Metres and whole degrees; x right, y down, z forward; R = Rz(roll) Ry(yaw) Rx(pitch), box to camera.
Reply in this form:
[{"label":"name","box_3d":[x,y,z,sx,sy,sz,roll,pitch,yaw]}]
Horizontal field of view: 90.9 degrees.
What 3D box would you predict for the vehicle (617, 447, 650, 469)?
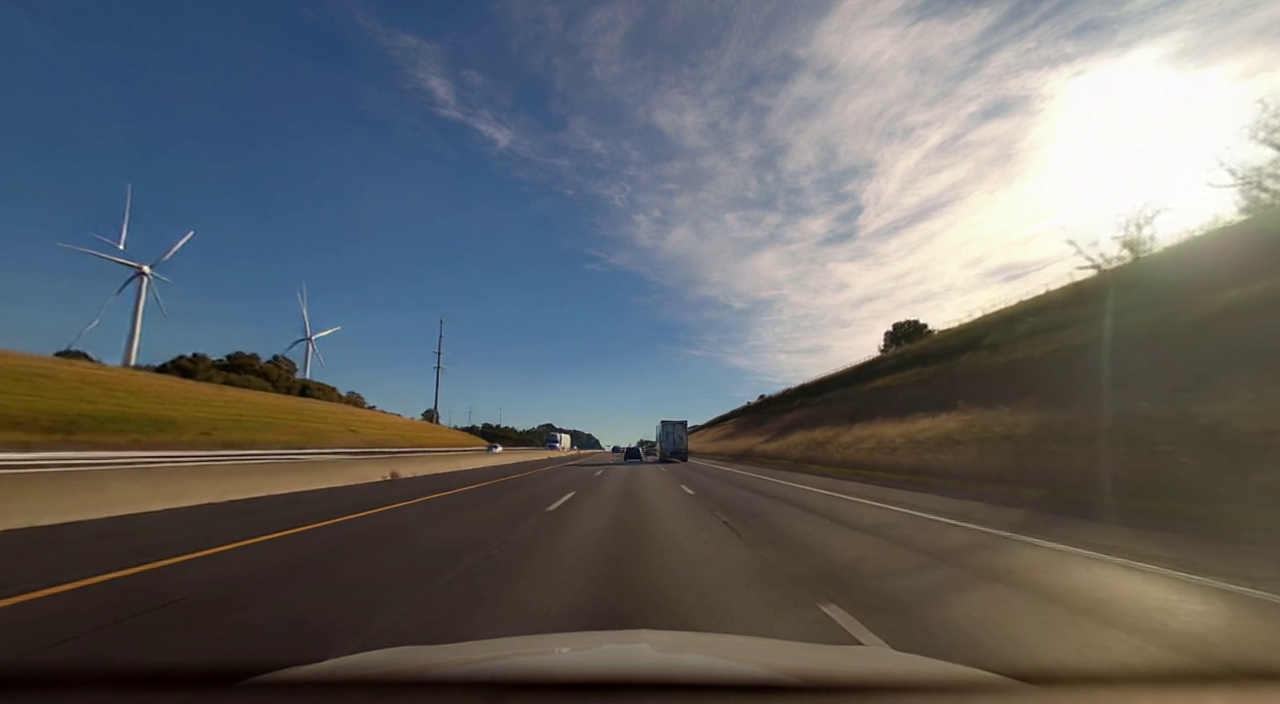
[{"label":"vehicle","box_3d":[-0.453,7.465,44.589,2.209,1.453,3.695,0,-9,0]}]
